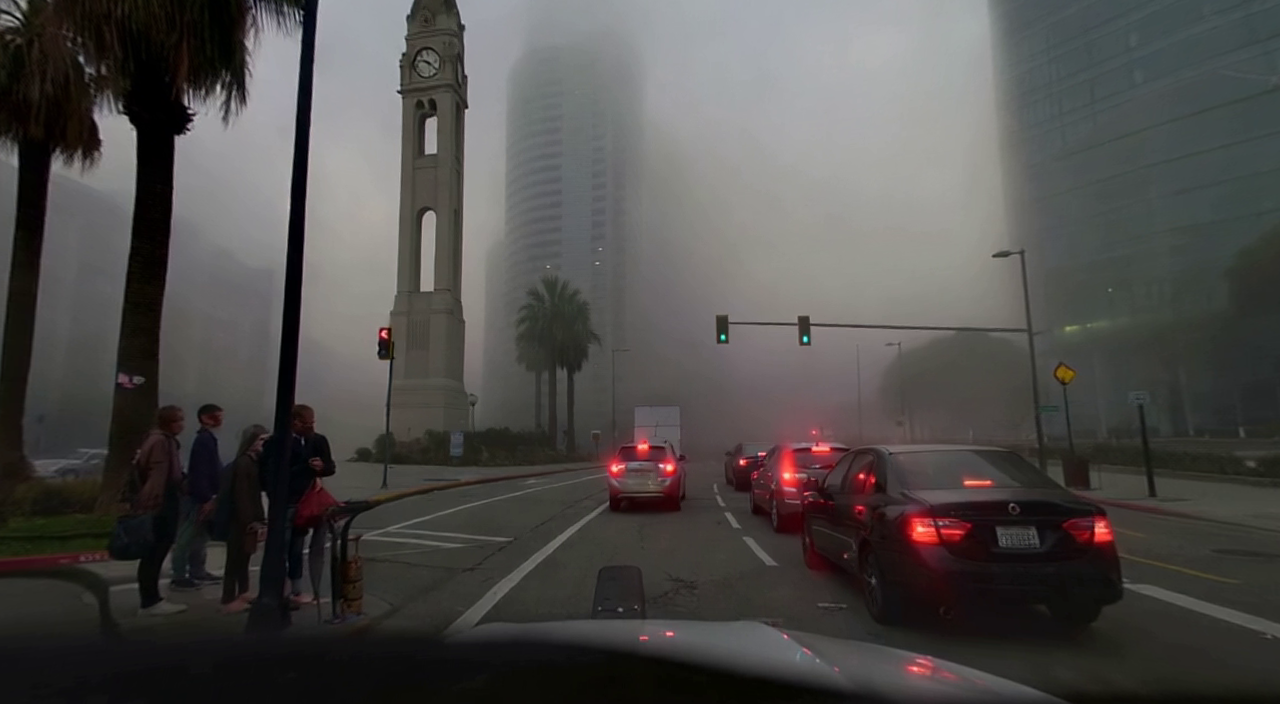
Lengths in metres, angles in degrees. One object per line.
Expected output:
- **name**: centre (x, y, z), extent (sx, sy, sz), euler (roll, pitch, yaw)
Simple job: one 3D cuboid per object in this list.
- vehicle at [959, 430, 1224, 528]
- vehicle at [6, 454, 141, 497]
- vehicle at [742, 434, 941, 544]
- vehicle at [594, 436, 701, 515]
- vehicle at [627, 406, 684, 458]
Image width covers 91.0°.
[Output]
- **vehicle**: centre (8.182, 2.318, 12.049), extent (1.859, 1.508, 4.259), euler (0, -9, -1)
- **vehicle**: centre (-26.705, 5.779, 29.951), extent (2.105, 1.793, 4.812), euler (0, -9, -4)
- **vehicle**: centre (3.108, 2.206, 10.841), extent (1.913, 1.469, 4.425), euler (0, -9, -1)
- **vehicle**: centre (0.169, 2.655, 13.952), extent (2.048, 1.503, 3.681), euler (0, -9, 1)
- **vehicle**: centre (0.817, 3.750, 28.920), extent (2.230, 2.158, 5.498), euler (-1, -9, 5)
